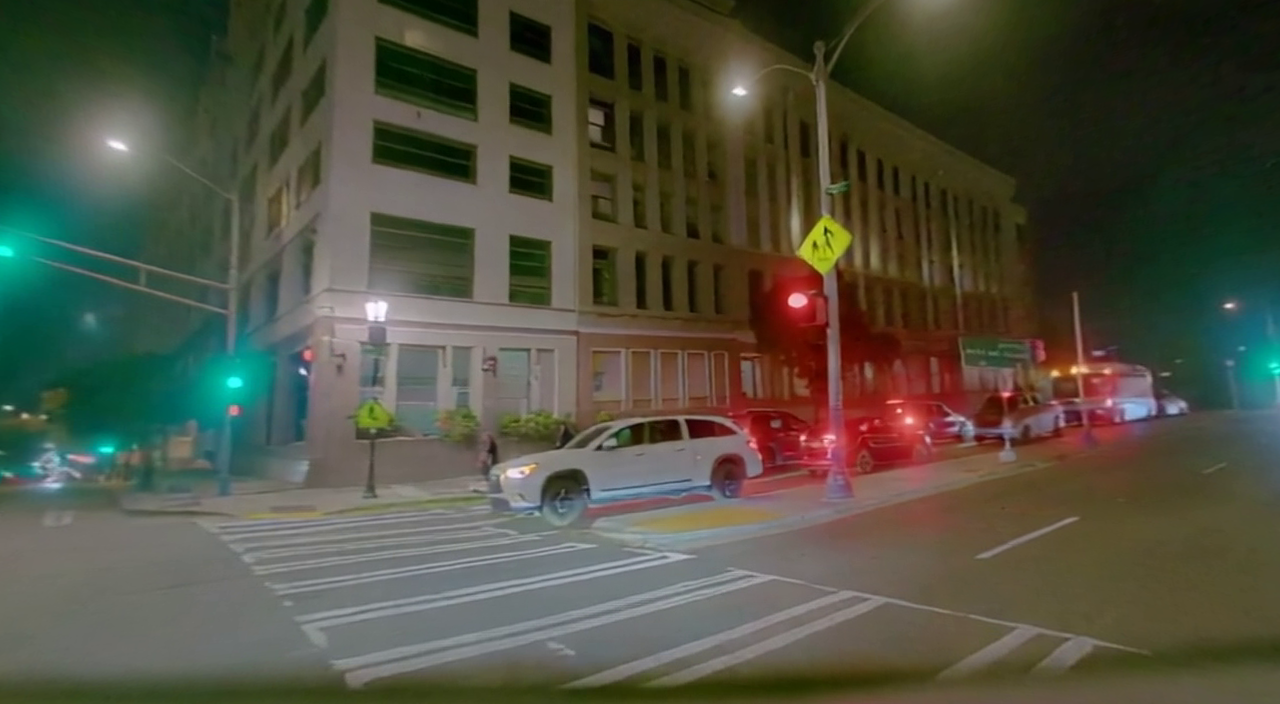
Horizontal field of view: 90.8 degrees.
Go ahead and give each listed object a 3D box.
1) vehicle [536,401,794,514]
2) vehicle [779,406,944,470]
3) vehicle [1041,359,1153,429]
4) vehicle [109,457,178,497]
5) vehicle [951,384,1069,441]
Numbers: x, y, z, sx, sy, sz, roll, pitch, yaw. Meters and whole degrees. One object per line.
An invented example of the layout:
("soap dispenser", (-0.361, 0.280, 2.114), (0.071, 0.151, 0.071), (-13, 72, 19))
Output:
("vehicle", (0.601, 2.025, 12.456), (4.841, 1.798, 2.053), (6, -11, -37))
("vehicle", (5.985, 2.313, 16.819), (4.628, 1.488, 1.826), (6, -11, -37))
("vehicle", (20.392, 2.006, 28.091), (5.699, 2.708, 2.268), (6, -12, -38))
("vehicle", (-21.050, 5.260, 26.821), (2.037, 1.489, 4.077), (6, -11, -37))
("vehicle", (13.568, 2.290, 23.083), (4.599, 1.855, 1.988), (6, -11, -38))
